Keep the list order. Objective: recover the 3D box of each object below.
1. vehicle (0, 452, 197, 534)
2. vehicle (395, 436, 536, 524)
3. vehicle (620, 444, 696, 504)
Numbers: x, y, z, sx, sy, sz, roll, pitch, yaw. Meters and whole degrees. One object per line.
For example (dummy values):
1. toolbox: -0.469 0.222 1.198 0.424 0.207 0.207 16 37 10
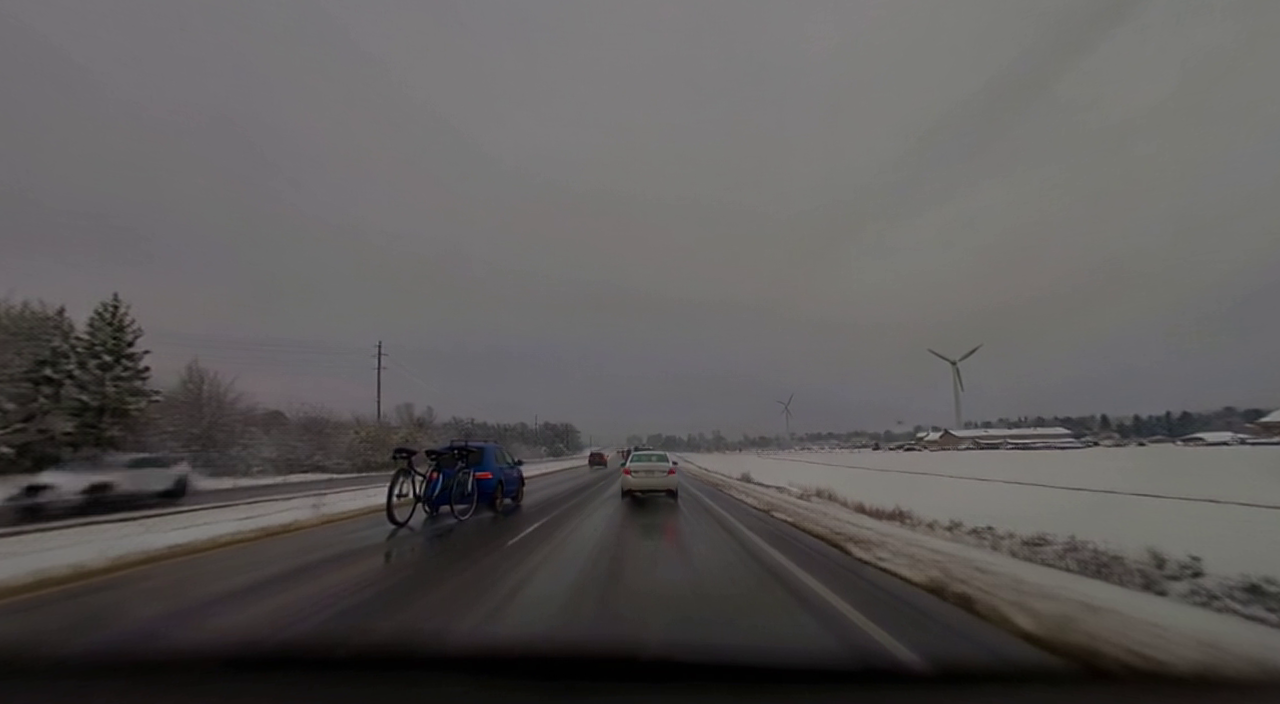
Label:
1. vehicle: -12.582 2.987 13.993 1.986 1.460 4.765 -1 -9 1
2. vehicle: -3.731 2.807 14.324 1.962 1.681 4.033 -1 -9 1
3. vehicle: 0.469 3.636 19.162 2.063 1.582 3.955 0 -9 0
